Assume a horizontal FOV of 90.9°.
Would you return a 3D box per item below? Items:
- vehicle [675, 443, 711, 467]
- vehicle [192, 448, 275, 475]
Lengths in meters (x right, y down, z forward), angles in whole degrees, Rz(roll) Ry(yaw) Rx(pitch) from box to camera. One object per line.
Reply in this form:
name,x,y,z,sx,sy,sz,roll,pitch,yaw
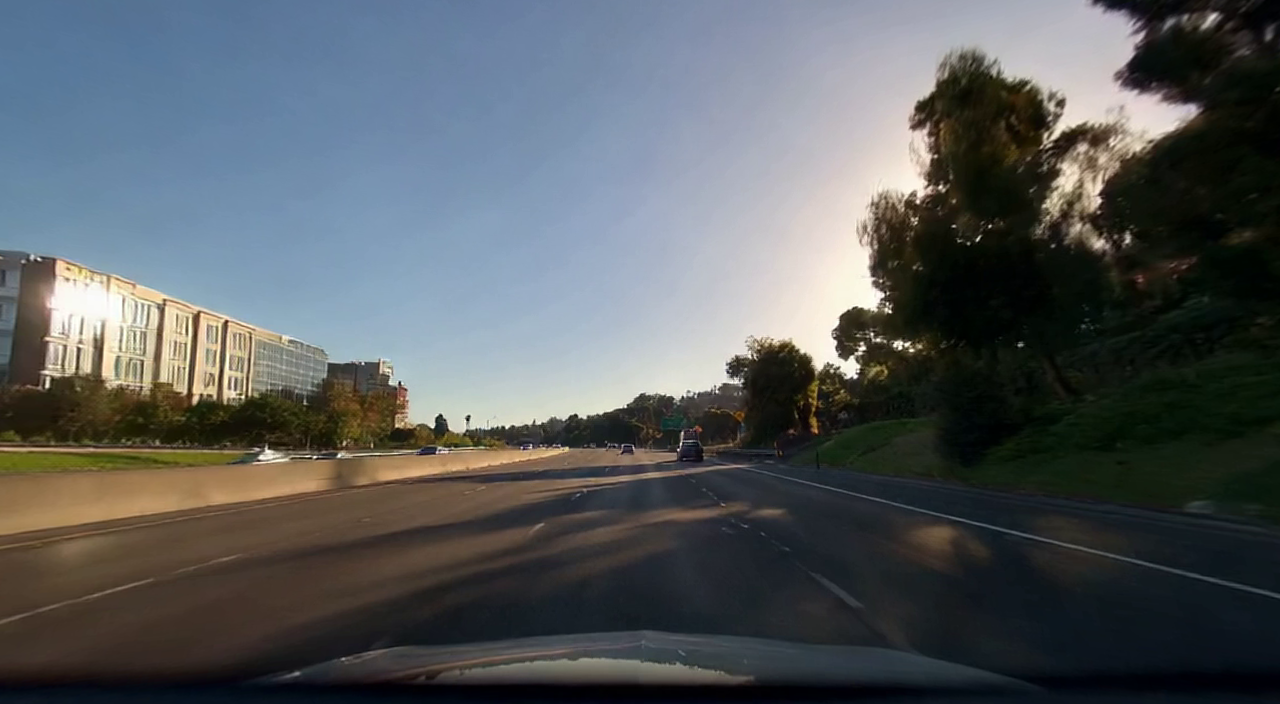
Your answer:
vehicle,3.449,6.762,41.672,1.926,1.477,4.025,0,-8,-2
vehicle,-24.137,6.502,37.703,1.804,1.469,4.728,0,-9,0
